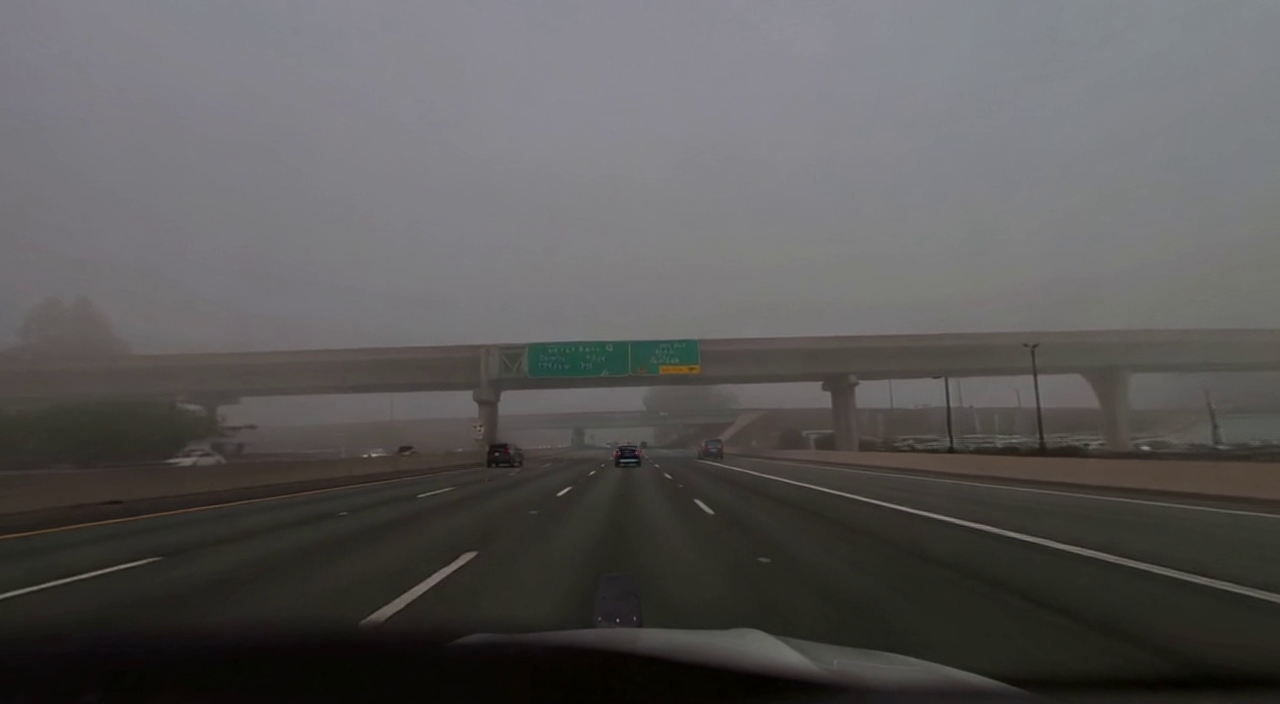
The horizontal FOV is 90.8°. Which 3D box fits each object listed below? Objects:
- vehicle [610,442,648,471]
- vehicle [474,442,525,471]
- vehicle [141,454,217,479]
[{"bbox_3d":[-0.642,5.805,35.332,2.012,1.471,4.059,0,-8,-2],"label":"vehicle"},{"bbox_3d":[-8.054,6.030,36.551,1.957,1.554,4.350,0,-8,-1],"label":"vehicle"},{"bbox_3d":[-35.645,8.832,49.044,2.066,1.765,5.013,0,-8,0],"label":"vehicle"}]
